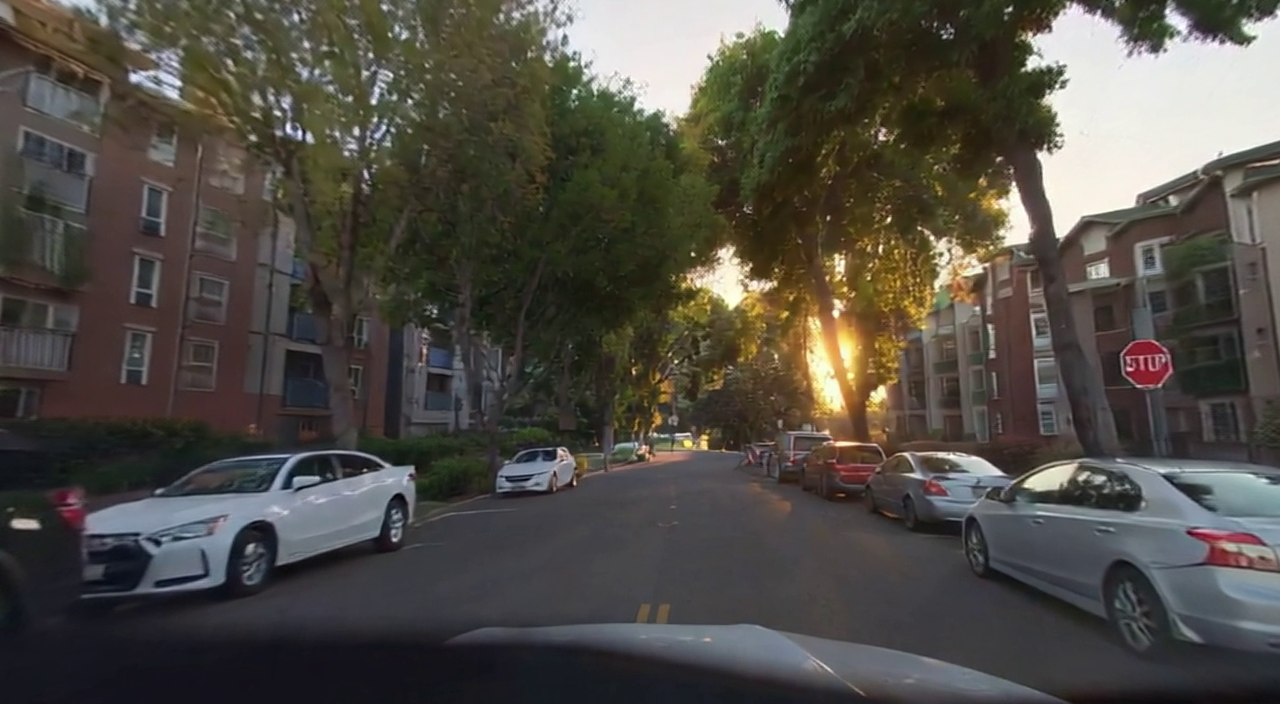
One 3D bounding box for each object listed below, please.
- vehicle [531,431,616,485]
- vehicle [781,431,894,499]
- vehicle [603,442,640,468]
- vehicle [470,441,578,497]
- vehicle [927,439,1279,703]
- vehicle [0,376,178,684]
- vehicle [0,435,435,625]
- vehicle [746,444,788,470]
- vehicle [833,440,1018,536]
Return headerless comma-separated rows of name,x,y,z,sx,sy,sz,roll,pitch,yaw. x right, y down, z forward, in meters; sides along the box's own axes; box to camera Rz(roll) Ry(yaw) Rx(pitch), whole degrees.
vehicle,-2.487,4.148,25.335,2.229,1.869,5.791,-2,-8,6
vehicle,5.571,3.236,18.518,2.219,1.744,4.252,-1,-8,5
vehicle,-1.079,6.383,39.459,1.939,1.513,4.401,-1,-8,3
vehicle,-3.324,3.450,19.065,1.921,1.463,4.313,-1,-8,7
vehicle,4.376,1.492,5.392,2.084,1.441,4.402,-1,-8,5
vehicle,-4.724,0.870,2.593,1.946,1.744,4.584,-1,-8,4
vehicle,-4.289,1.761,7.513,1.902,1.478,4.696,-1,-7,3
vehicle,7.383,6.131,37.147,1.865,1.456,4.329,0,-8,4
vehicle,5.092,2.427,11.958,1.803,1.469,4.022,0,-8,3
